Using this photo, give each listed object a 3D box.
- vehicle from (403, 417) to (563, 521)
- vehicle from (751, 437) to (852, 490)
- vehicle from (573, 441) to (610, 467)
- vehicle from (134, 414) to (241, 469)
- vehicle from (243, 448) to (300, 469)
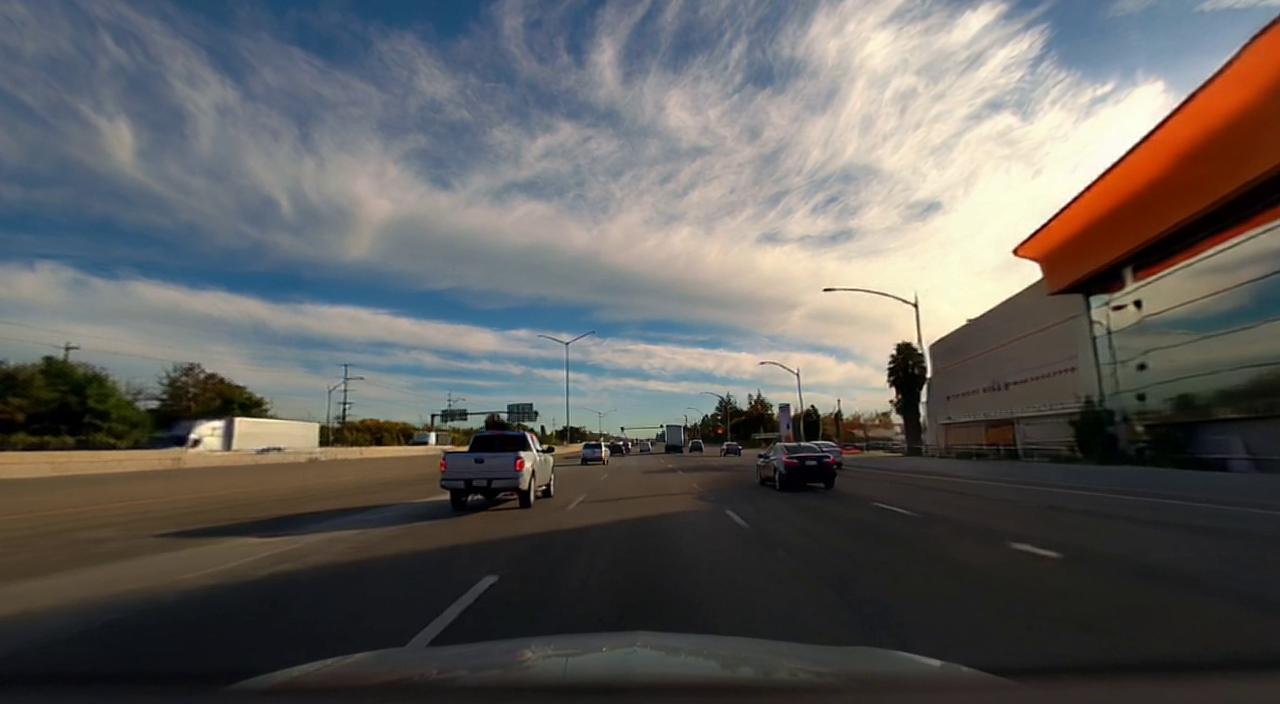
[{"bbox_3d":[-3.040,2.397,13.379,2.130,1.799,4.583,0,-9,1],"label":"vehicle"},{"bbox_3d":[5.016,3.518,20.225,1.980,1.501,4.433,0,-9,-1],"label":"vehicle"},{"bbox_3d":[-2.941,6.352,39.230,1.929,1.521,4.097,0,-9,1],"label":"vehicle"},{"bbox_3d":[-33.901,6.737,47.485,3.197,3.832,6.015,0,-9,2],"label":"vehicle"},{"bbox_3d":[-27.219,7.858,46.602,1.709,1.503,3.892,0,-9,3],"label":"vehicle"}]
